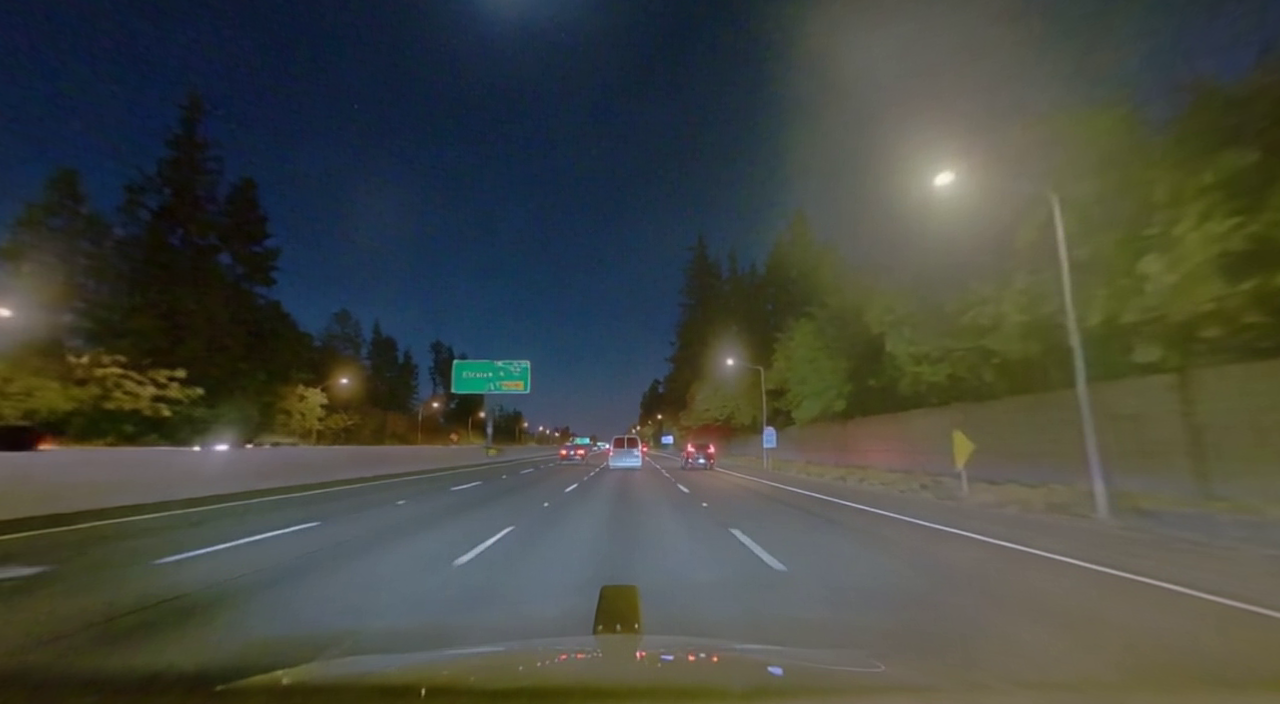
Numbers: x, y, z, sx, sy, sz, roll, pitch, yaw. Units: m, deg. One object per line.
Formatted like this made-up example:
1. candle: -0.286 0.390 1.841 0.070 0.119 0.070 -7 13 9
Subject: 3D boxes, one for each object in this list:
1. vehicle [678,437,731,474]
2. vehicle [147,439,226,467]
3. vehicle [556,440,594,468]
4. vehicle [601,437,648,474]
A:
1. vehicle: 3.251 5.339 32.870 2.160 1.759 4.214 0 -8 -2
2. vehicle: -25.340 5.639 35.432 1.839 1.462 3.514 0 -8 -1
3. vehicle: -4.186 6.642 41.457 2.023 1.709 4.263 0 -8 0
4. vehicle: -0.787 5.336 32.759 2.297 1.783 4.355 0 -8 -1
